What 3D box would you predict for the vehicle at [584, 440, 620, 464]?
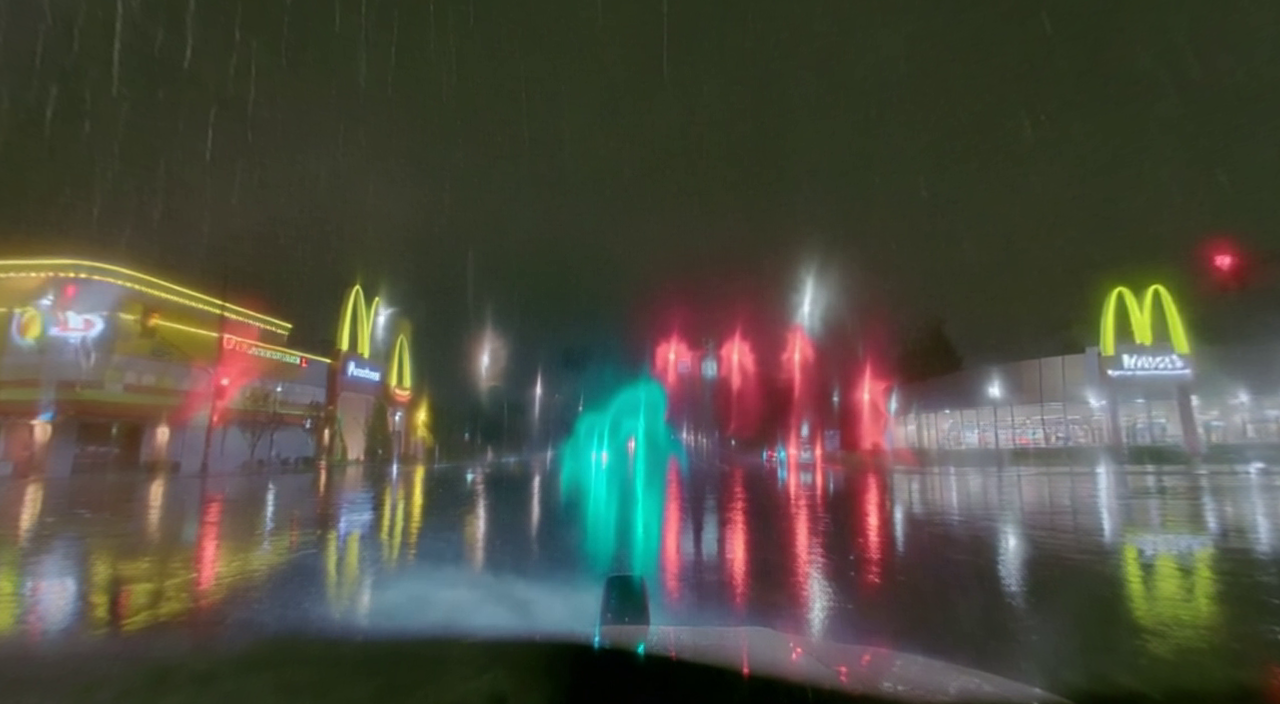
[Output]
[{"bbox_3d":[-2.500,6.649,42.097,2.104,1.468,4.195,0,-8,0],"label":"vehicle"}]
